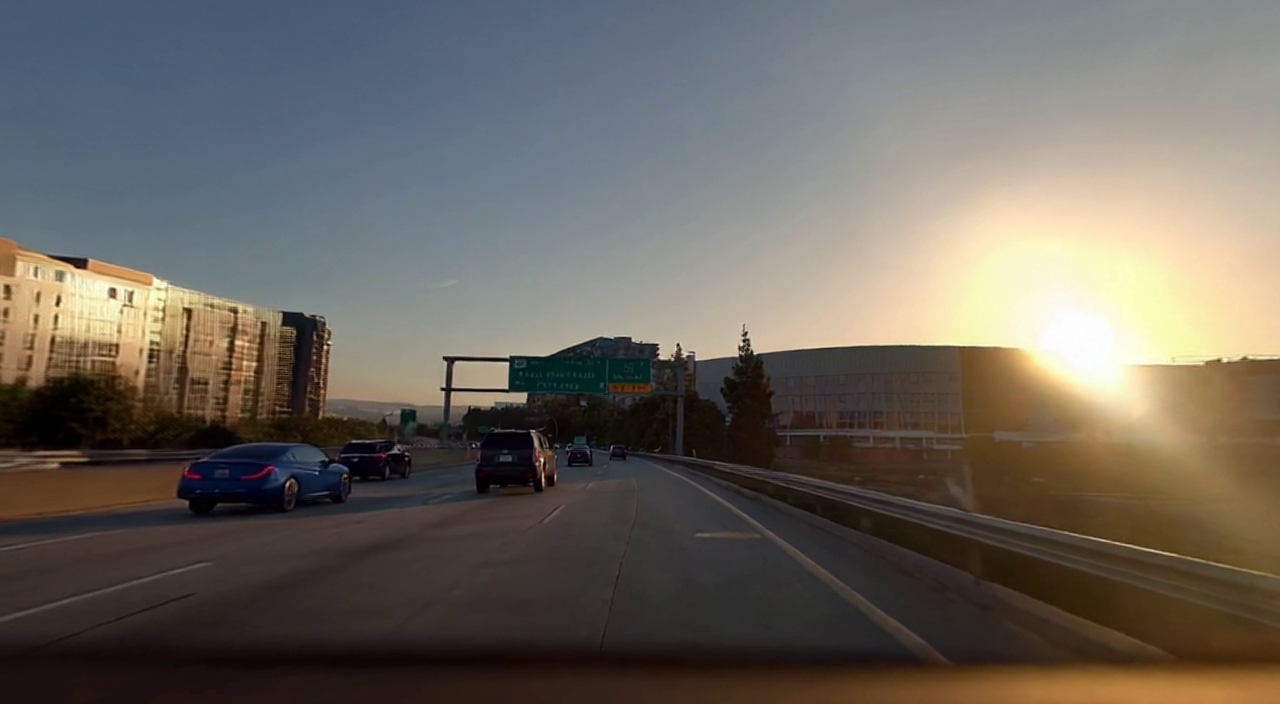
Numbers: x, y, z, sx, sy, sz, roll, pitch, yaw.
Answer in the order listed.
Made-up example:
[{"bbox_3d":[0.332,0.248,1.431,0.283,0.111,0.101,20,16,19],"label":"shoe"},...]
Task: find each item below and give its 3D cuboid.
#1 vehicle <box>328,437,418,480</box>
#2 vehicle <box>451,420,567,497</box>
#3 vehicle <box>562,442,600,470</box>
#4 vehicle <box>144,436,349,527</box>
[{"bbox_3d":[-11.309,4.530,27.085,1.919,1.665,4.394,0,-8,0],"label":"vehicle"},{"bbox_3d":[-3.754,3.181,19.261,2.301,1.985,5.247,0,-8,1],"label":"vehicle"},{"bbox_3d":[-3.543,6.315,38.449,1.955,1.614,3.817,0,-8,0],"label":"vehicle"},{"bbox_3d":[-7.410,2.422,12.339,1.796,1.509,3.393,0,-8,0],"label":"vehicle"}]
